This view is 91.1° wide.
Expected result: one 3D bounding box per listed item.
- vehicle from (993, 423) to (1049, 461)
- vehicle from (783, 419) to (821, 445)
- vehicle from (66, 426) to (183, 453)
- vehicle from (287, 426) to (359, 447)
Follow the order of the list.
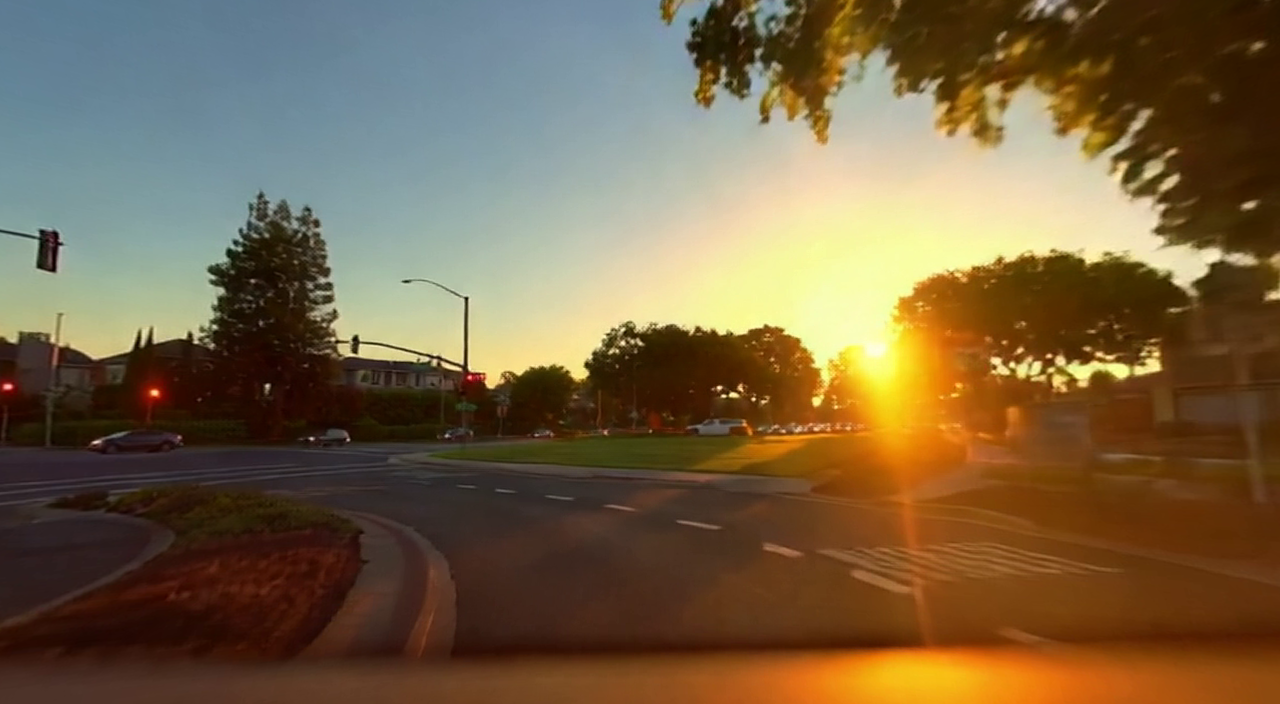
[{"bbox_3d":[16.771,3.906,27.746,1.907,1.515,4.550,-4,-7,30],"label":"vehicle"},{"bbox_3d":[12.658,6.283,49.390,2.402,1.920,5.467,-1,-8,9],"label":"vehicle"},{"bbox_3d":[-29.845,5.069,36.549,1.847,1.461,4.853,-3,-8,24],"label":"vehicle"},{"bbox_3d":[-24.256,6.500,48.223,1.828,1.462,4.740,-3,-8,24],"label":"vehicle"}]
